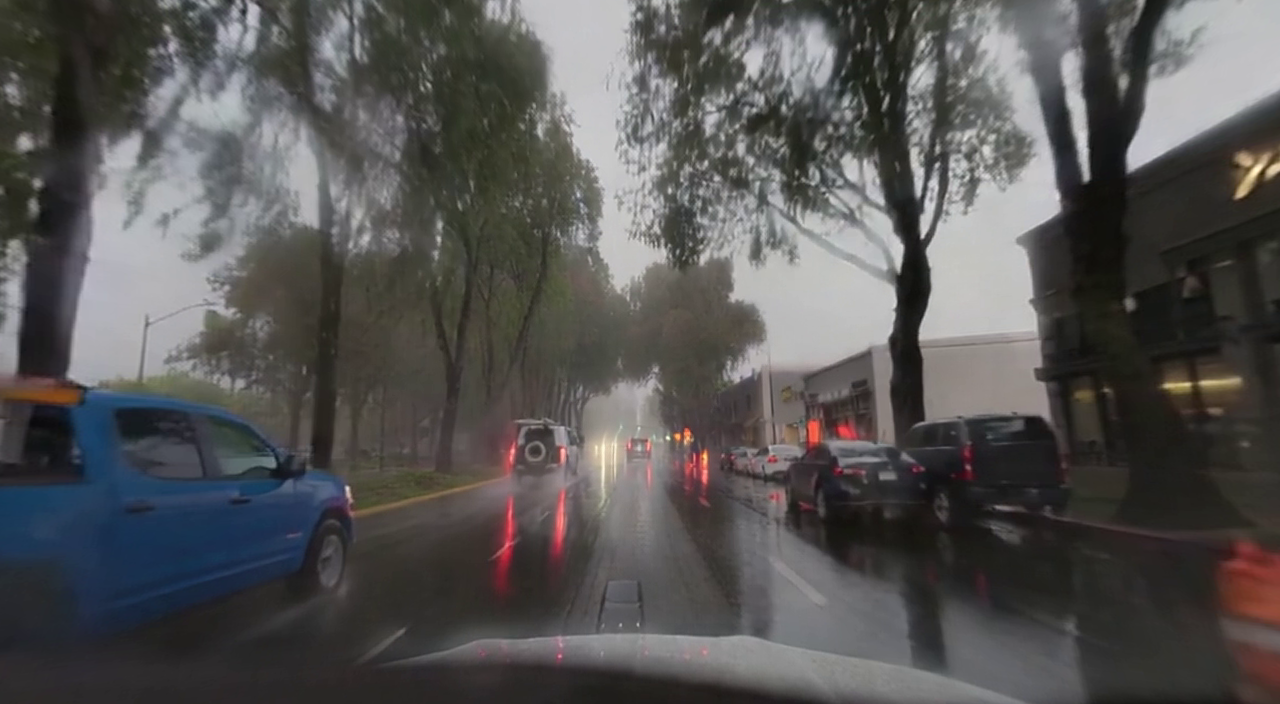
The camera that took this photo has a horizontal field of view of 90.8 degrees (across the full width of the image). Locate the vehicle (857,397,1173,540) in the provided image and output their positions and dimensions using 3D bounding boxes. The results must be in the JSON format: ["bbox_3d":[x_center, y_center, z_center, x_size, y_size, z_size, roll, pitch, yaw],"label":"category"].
[{"bbox_3d":[6.673,2.183,12.446,2.921,2.166,5.422,0,-8,1],"label":"vehicle"}]

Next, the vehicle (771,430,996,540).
[{"bbox_3d":[4.085,2.295,11.622,2.082,1.601,4.451,0,-9,-4],"label":"vehicle"}]

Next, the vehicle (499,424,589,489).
[{"bbox_3d":[-3.309,3.779,23.174,2.424,2.063,5.678,0,-8,0],"label":"vehicle"}]

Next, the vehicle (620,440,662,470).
[{"bbox_3d":[-0.005,6.438,39.744,2.413,1.748,4.406,0,-8,-2],"label":"vehicle"}]

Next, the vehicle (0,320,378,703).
[{"bbox_3d":[-3.603,0.955,3.571,2.327,1.775,4.430,0,-8,0],"label":"vehicle"}]
